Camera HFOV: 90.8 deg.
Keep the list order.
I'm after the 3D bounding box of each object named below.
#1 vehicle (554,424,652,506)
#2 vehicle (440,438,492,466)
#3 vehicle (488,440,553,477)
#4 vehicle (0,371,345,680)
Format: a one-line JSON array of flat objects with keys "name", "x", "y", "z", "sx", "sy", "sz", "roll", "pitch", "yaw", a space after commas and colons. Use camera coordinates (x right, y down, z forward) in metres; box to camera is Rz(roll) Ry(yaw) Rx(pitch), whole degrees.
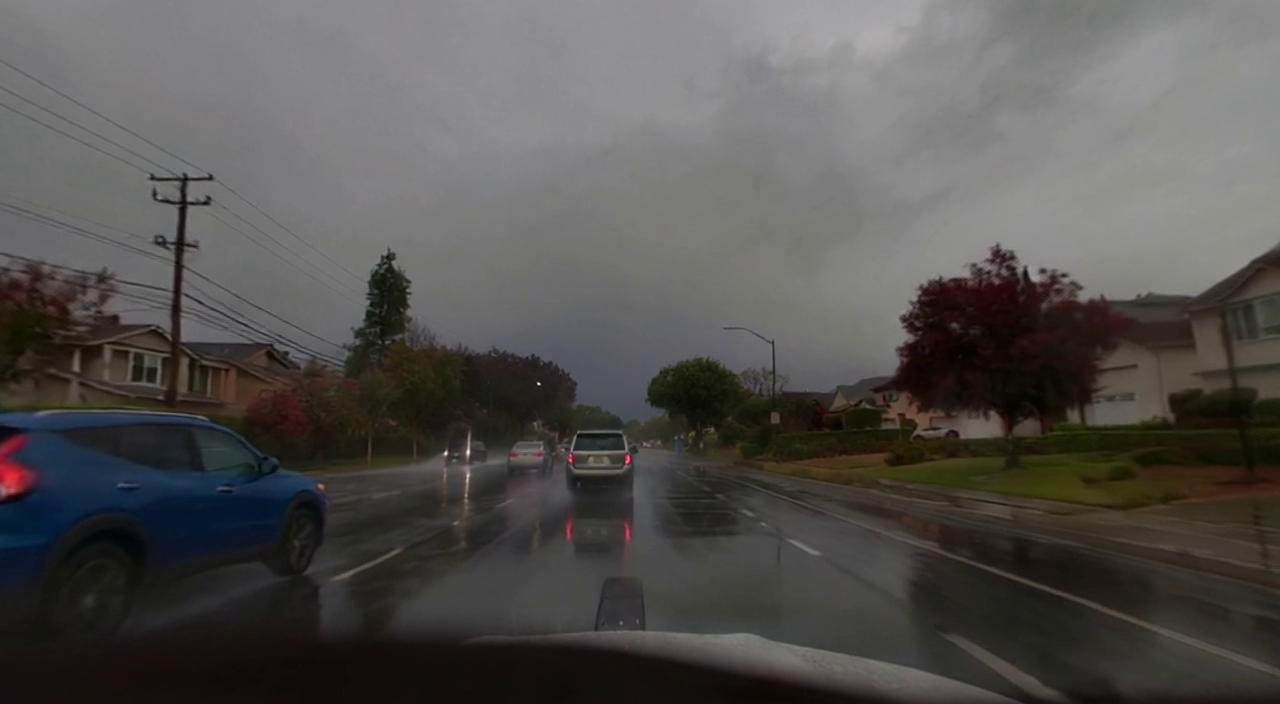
[{"name": "vehicle", "x": -0.835, "y": 2.786, "z": 15.982, "sx": 2.131, "sy": 1.761, "sz": 4.242, "roll": 0, "pitch": -8, "yaw": -1}, {"name": "vehicle", "x": -11.647, "y": 6.730, "z": 42.612, "sx": 2.131, "sy": 1.798, "sz": 4.902, "roll": 0, "pitch": -8, "yaw": 0}, {"name": "vehicle", "x": -5.268, "y": 4.751, "z": 28.465, "sx": 2.014, "sy": 1.493, "sz": 4.658, "roll": 0, "pitch": -8, "yaw": 0}, {"name": "vehicle", "x": -4.721, "y": 1.230, "z": 5.259, "sx": 2.243, "sy": 1.722, "sz": 4.621, "roll": 0, "pitch": -8, "yaw": 1}]
